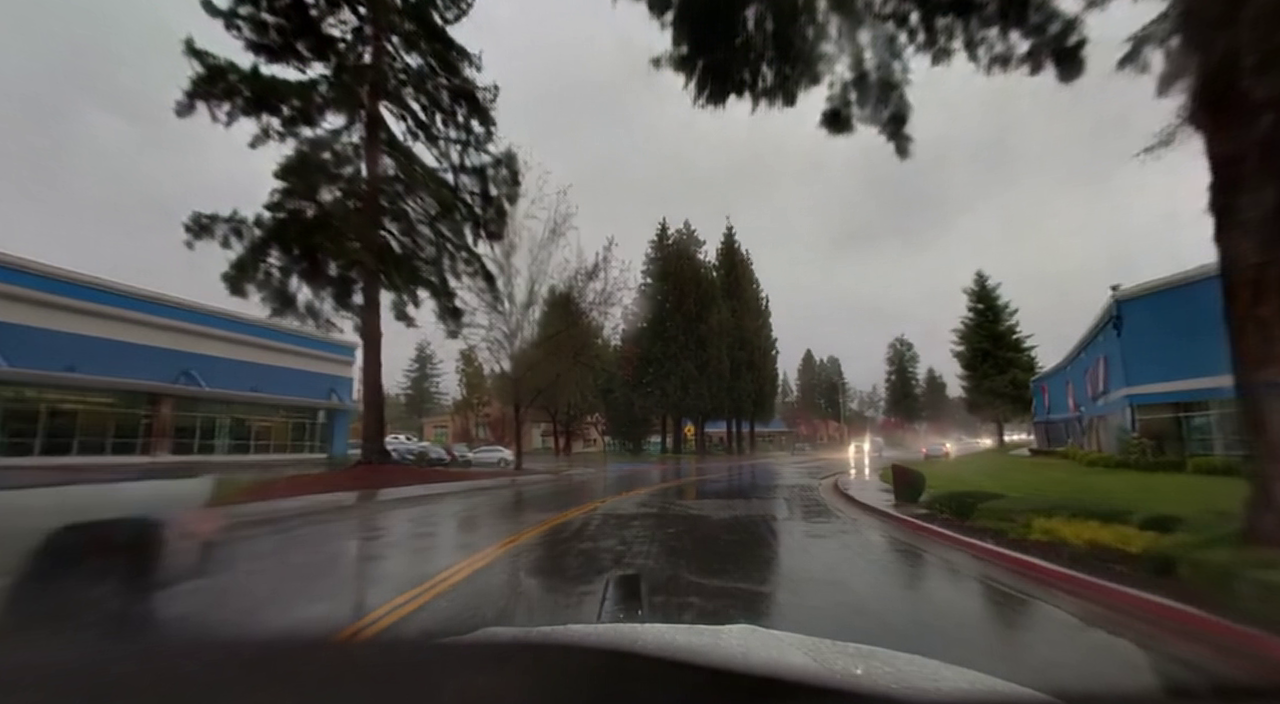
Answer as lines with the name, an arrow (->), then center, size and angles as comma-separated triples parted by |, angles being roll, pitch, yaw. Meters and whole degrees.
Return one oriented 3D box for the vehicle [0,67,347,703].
vehicle -> -3.775, 0.218, 1.704 | 2.489, 2.884, 6.940 | -1, -9, 1
